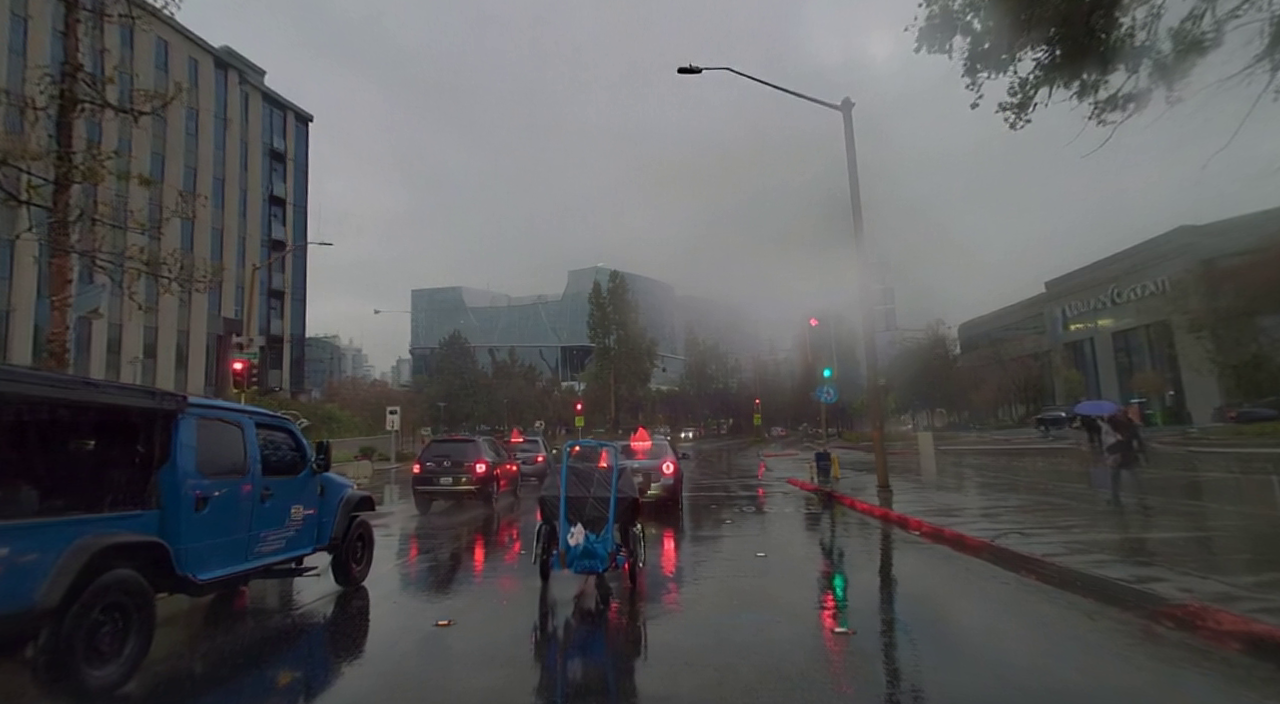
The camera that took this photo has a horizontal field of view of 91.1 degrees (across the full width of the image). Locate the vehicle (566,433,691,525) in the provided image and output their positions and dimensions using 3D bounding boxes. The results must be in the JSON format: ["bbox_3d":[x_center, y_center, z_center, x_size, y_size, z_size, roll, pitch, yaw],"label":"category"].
[{"bbox_3d":[-0.148,2.355,12.232,2.025,1.458,4.085,0,-8,1],"label":"vehicle"}]

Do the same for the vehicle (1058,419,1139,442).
[{"bbox_3d":[30.711,5.278,42.104,1.751,1.420,4.027,8,-12,-43],"label":"vehicle"}]

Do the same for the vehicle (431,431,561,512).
[{"bbox_3d":[-3.167,2.715,14.738,1.935,1.615,4.073,-1,-8,2],"label":"vehicle"}]

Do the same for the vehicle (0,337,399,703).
[{"bbox_3d":[-3.616,1.132,4.449,2.000,1.809,4.405,0,-8,1],"label":"vehicle"}]
